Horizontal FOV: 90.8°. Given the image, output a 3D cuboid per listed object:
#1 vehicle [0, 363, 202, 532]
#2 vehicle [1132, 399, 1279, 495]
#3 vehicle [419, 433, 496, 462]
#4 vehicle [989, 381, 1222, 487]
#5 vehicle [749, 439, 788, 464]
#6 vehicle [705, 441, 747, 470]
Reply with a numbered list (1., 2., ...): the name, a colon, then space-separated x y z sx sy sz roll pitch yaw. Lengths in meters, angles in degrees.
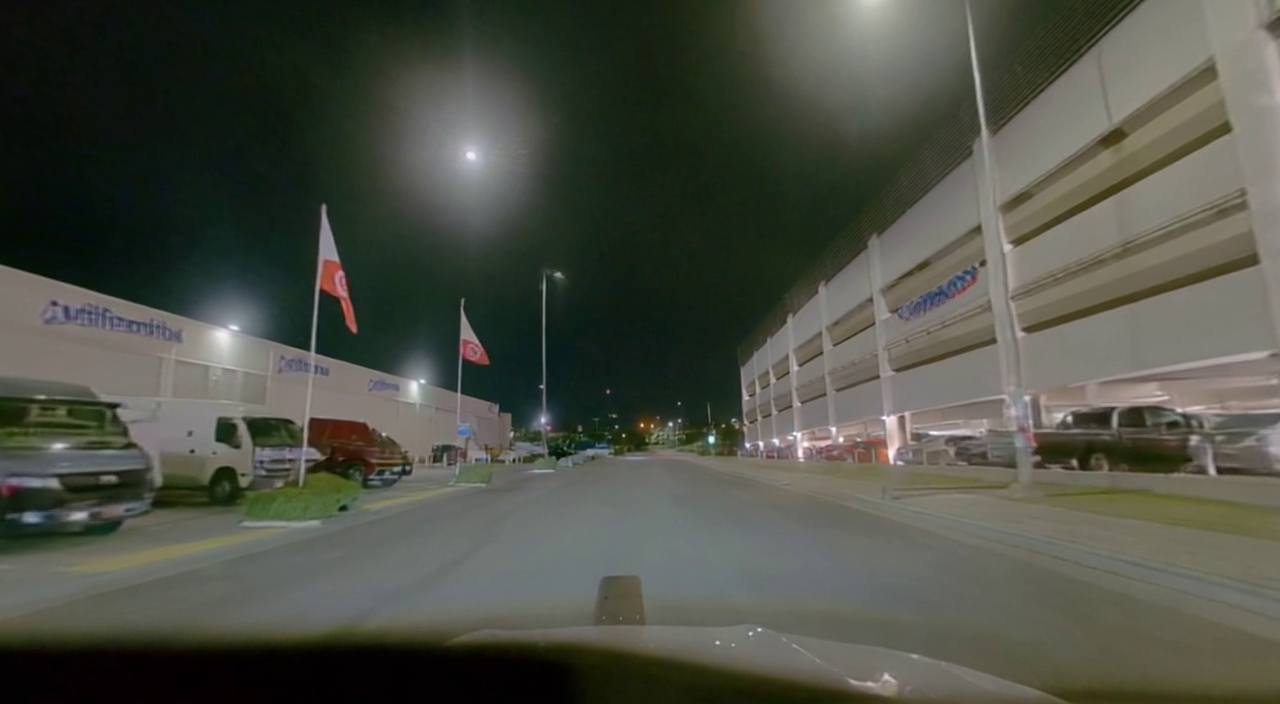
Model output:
1. vehicle: -11.091 1.650 11.054 5.105 2.621 2.225 -1 -8 1
2. vehicle: 11.902 1.846 12.396 4.027 1.598 1.943 4 -9 -28
3. vehicle: -13.173 6.874 45.564 5.672 1.963 2.189 -6 -10 35
4. vehicle: 11.677 2.063 15.740 6.017 2.202 2.328 5 -10 -31
5. vehicle: 9.604 7.382 46.927 2.021 1.753 4.342 -4 -9 21
6. vehicle: 5.285 6.440 39.549 2.026 1.659 4.314 0 -8 0
